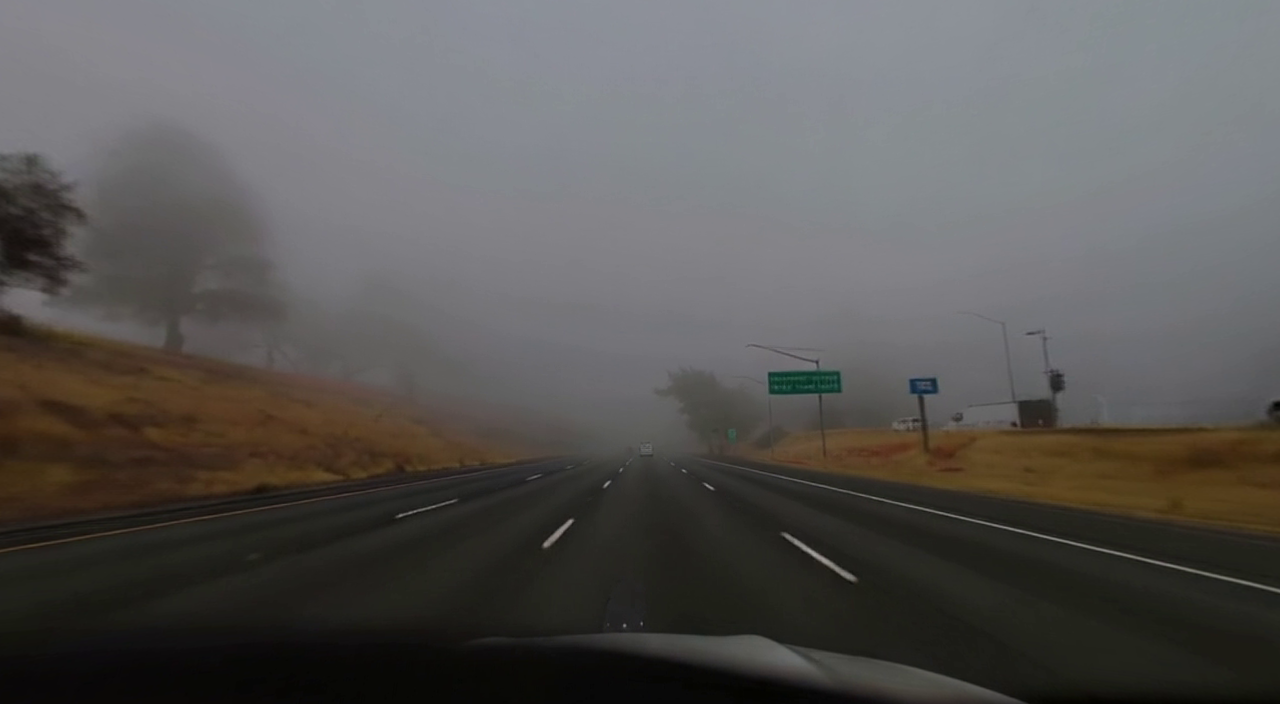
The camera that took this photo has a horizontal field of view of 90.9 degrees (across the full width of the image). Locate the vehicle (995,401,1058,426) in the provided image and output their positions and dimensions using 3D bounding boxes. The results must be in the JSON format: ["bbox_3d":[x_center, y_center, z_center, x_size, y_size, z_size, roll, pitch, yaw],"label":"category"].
[{"bbox_3d":[29.695,4.763,48.399,4.910,1.740,2.006,5,-10,-32],"label":"vehicle"}]
